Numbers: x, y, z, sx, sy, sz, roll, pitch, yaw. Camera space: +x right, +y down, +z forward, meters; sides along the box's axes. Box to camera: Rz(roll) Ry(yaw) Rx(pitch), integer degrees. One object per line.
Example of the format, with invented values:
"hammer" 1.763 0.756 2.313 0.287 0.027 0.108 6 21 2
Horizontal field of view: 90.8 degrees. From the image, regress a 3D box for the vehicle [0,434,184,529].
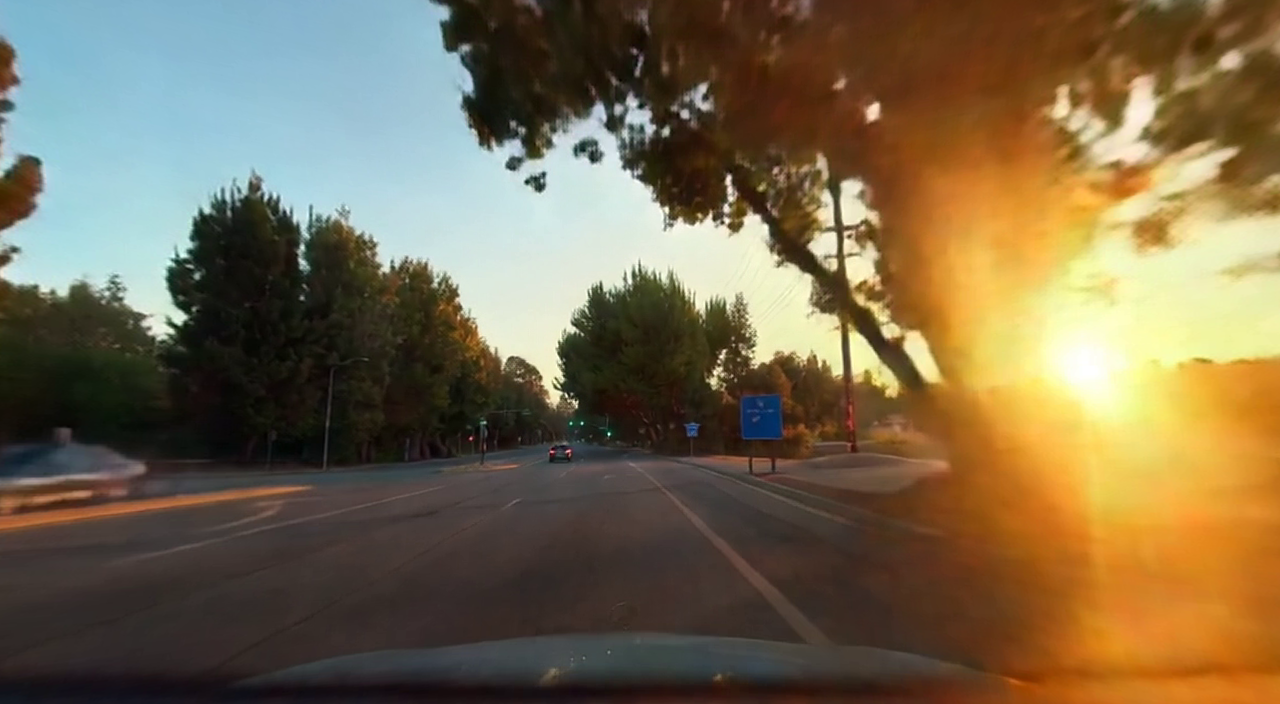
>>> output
"vehicle" -13.786 2.914 14.802 2.277 1.857 5.330 0 -9 -1
